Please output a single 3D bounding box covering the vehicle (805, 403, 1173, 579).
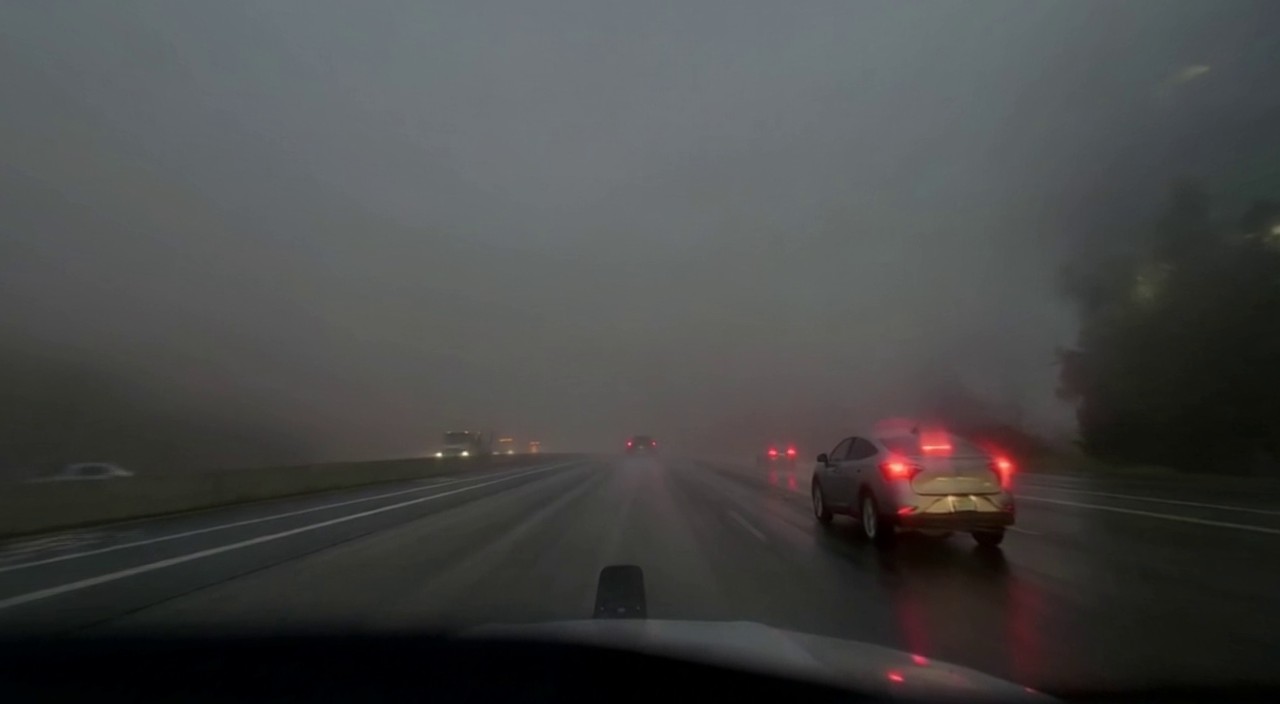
[{"bbox_3d":[3.863,1.670,8.359,2.008,1.595,5.082,0,-9,1],"label":"vehicle"}]

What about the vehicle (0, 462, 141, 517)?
[{"bbox_3d":[-19.201,4.368,20.537,1.889,1.486,4.749,0,-9,1],"label":"vehicle"}]

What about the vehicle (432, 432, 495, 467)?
[{"bbox_3d":[-11.925,6.692,43.115,2.304,2.203,6.144,-1,-9,3],"label":"vehicle"}]

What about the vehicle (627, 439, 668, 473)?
[{"bbox_3d":[0.394,5.433,32.995,2.015,1.639,4.086,0,-9,0],"label":"vehicle"}]
